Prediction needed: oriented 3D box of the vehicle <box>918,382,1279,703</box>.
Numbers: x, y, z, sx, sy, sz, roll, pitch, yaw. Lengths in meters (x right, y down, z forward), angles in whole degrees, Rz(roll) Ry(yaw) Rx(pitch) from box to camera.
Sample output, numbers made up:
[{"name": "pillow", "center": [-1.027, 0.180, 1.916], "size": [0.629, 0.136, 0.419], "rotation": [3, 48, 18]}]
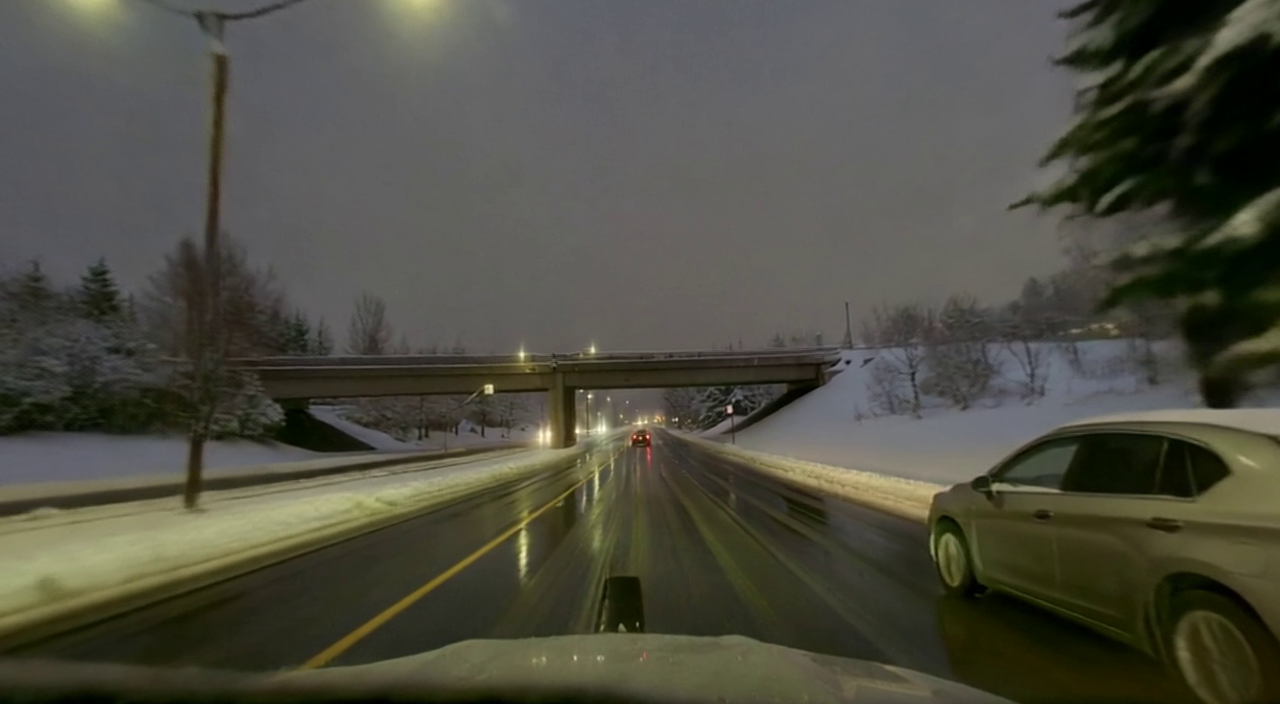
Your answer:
[{"name": "vehicle", "center": [3.584, 1.046, 3.491], "size": [2.063, 1.542, 4.420], "rotation": [0, -9, 0]}]
